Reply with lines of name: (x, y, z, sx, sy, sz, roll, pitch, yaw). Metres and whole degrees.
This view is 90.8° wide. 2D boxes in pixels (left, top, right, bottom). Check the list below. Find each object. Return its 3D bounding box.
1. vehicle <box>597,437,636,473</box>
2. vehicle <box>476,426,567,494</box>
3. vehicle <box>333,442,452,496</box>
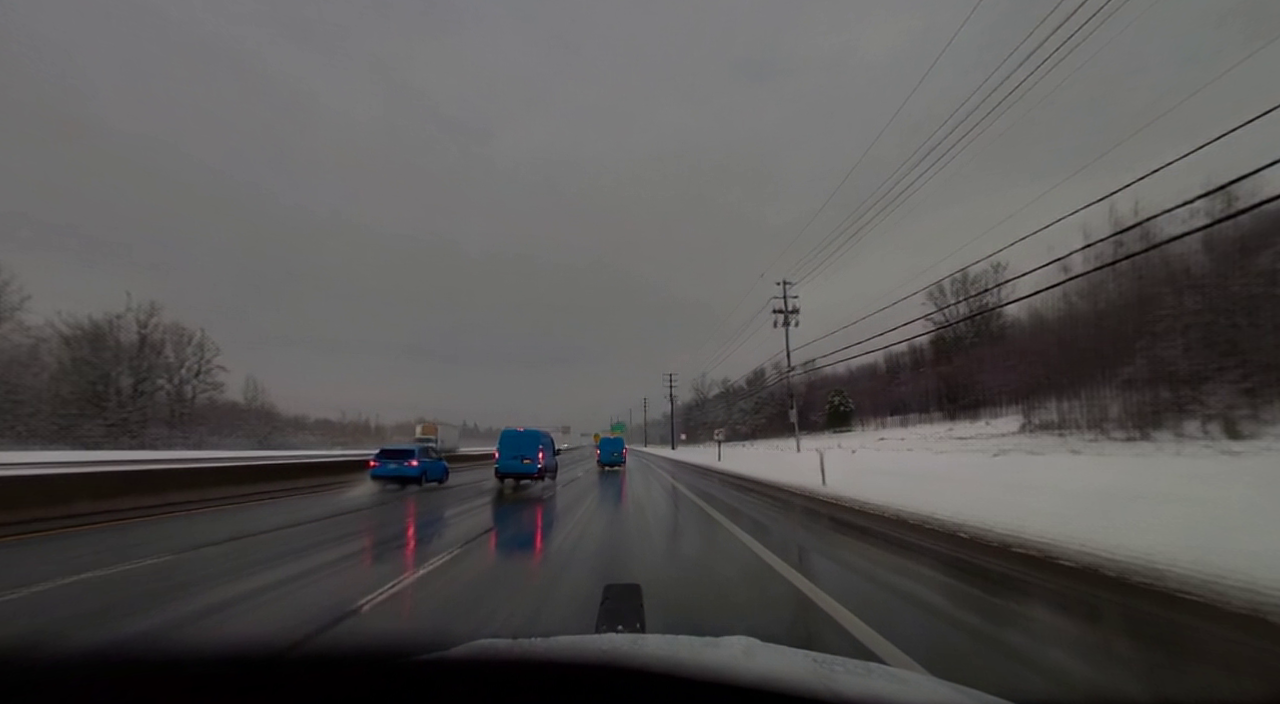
vehicle: (-1.385, 6.159, 37.956, 2.197, 2.011, 5.130, 0, -9, -1)
vehicle: (-3.824, 3.600, 21.339, 2.145, 2.010, 4.980, 0, -9, 0)
vehicle: (-7.904, 3.773, 20.728, 1.975, 1.540, 4.759, 0, -9, 0)
